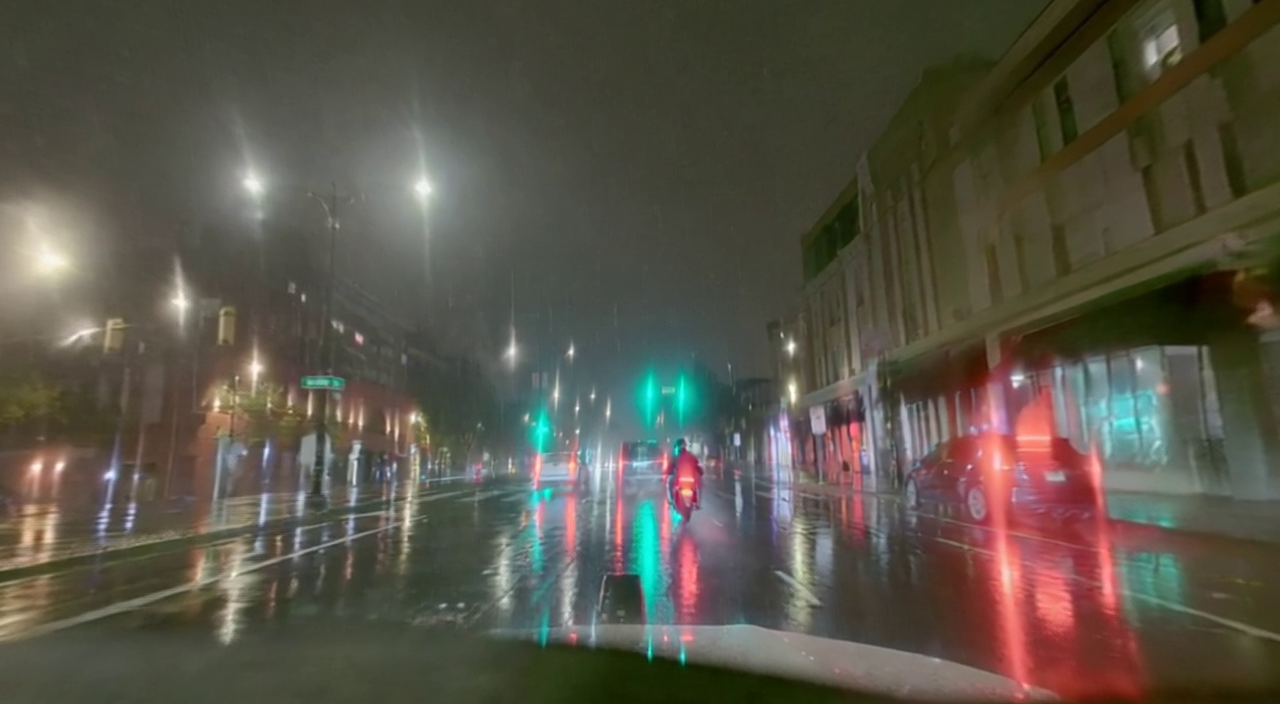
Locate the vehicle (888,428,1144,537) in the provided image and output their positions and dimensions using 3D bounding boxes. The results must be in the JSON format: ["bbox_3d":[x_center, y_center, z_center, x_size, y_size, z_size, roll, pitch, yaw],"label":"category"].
[{"bbox_3d":[7.178,2.524,12.933,2.018,1.772,4.968,0,-9,-2],"label":"vehicle"}]

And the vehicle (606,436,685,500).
[{"bbox_3d":[0.138,3.611,20.096,2.223,1.775,4.250,0,-9,-1],"label":"vehicle"}]

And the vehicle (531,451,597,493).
[{"bbox_3d":[-2.954,4.766,25.472,2.014,1.470,4.552,0,-9,1],"label":"vehicle"}]
